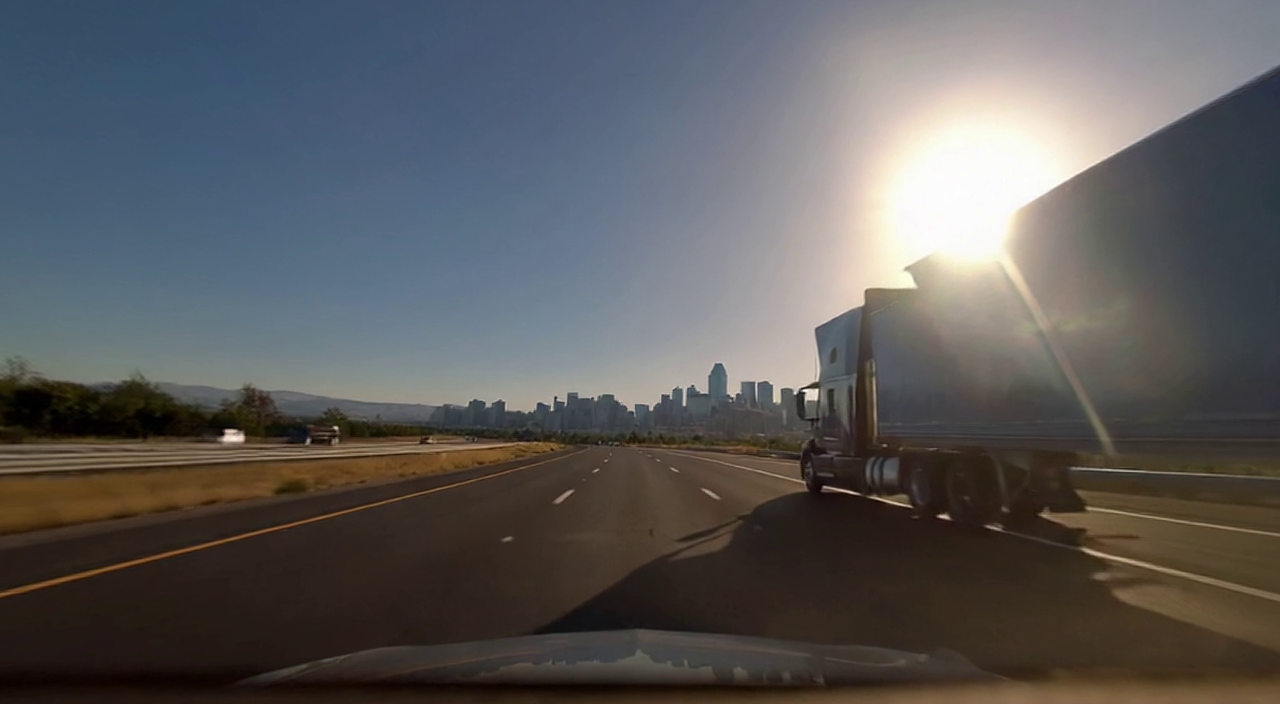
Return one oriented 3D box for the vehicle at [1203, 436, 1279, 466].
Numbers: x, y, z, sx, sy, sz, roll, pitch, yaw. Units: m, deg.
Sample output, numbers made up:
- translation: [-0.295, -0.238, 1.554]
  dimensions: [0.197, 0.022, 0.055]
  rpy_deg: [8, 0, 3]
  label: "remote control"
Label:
- translation: [46.892, 7.552, 48.258]
  dimensions: [5.583, 2.177, 2.775]
  rpy_deg: [1, -8, -11]
  label: "vehicle"
